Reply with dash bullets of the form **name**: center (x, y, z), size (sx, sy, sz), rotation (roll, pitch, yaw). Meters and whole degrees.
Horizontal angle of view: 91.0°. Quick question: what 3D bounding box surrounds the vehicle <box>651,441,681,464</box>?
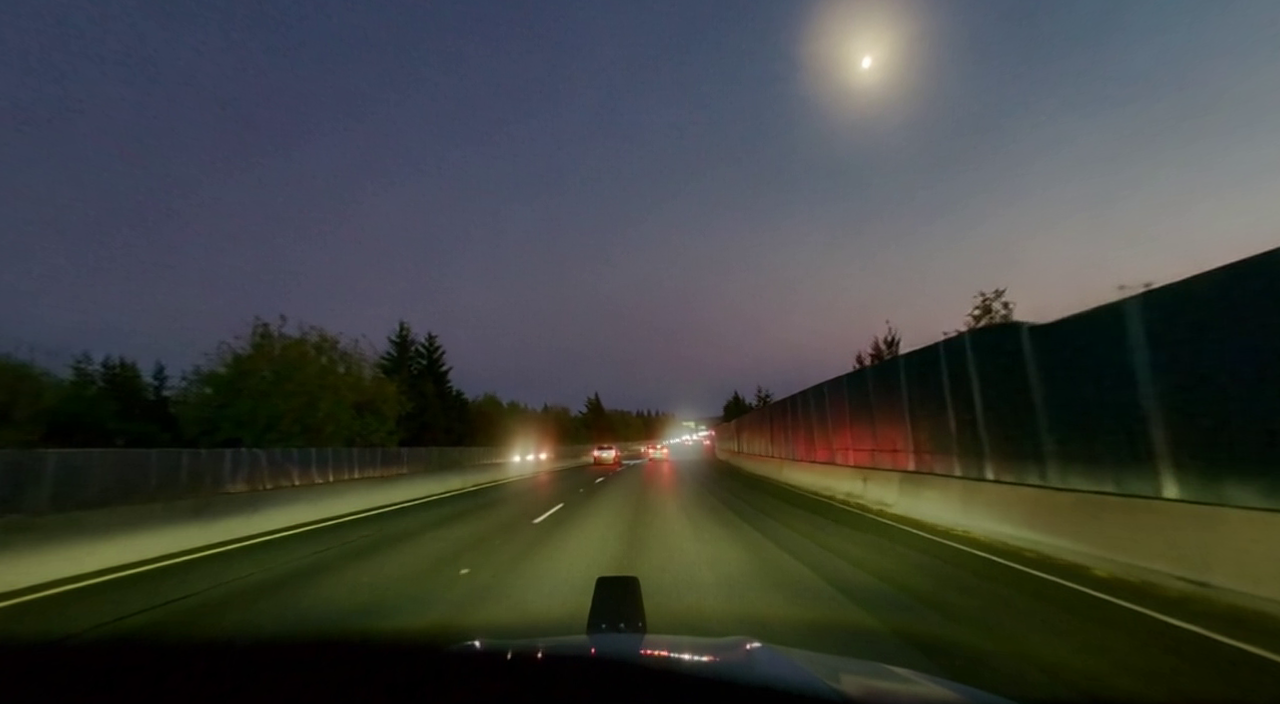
- **vehicle**: center (1.921, 7.313, 45.942), size (2.077, 1.533, 3.854), rotation (-1, -8, 3)

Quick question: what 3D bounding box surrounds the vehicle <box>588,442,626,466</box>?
- **vehicle**: center (-2.128, 6.676, 41.408), size (1.985, 1.518, 3.847), rotation (-1, -8, 4)
